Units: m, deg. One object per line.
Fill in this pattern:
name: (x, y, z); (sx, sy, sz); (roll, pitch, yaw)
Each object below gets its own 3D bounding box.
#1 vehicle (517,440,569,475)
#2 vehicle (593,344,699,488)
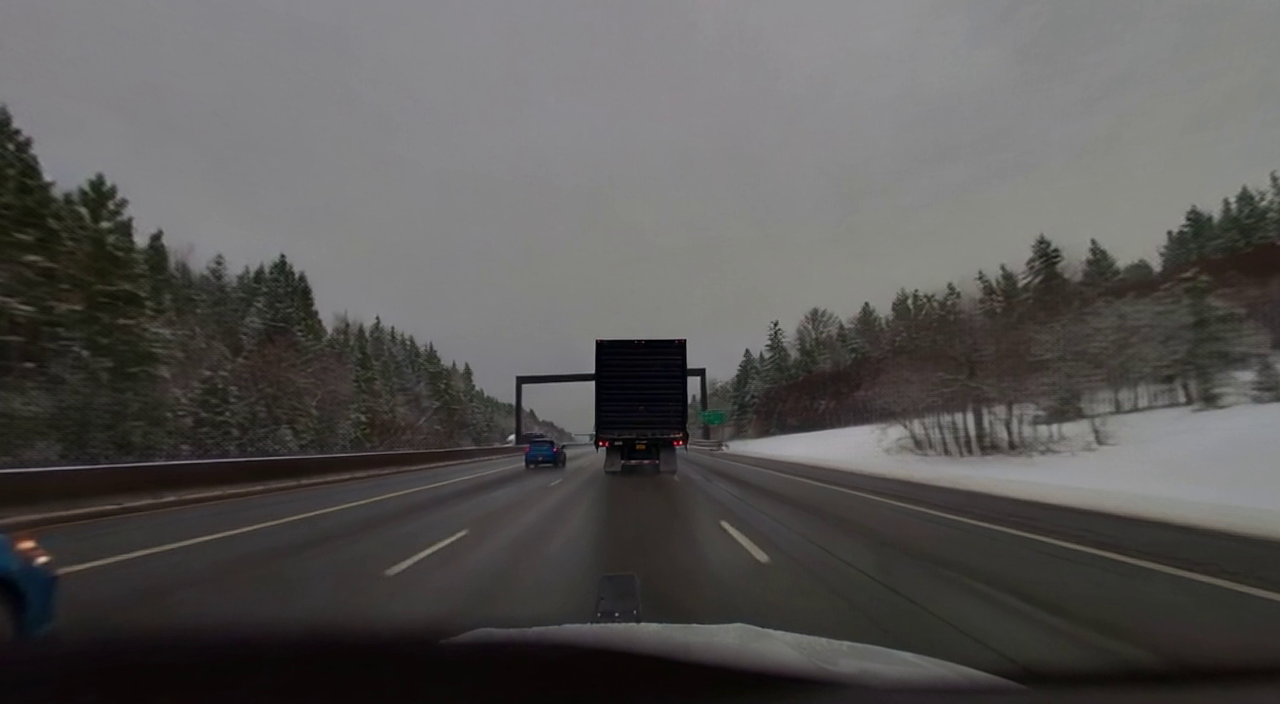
vehicle: (-4.601, 5.029, 30.378); (1.854, 1.530, 4.268); (0, -8, 0)
vehicle: (0.067, 2.592, 23.739); (3.073, 4.196, 10.546); (0, -8, -1)
